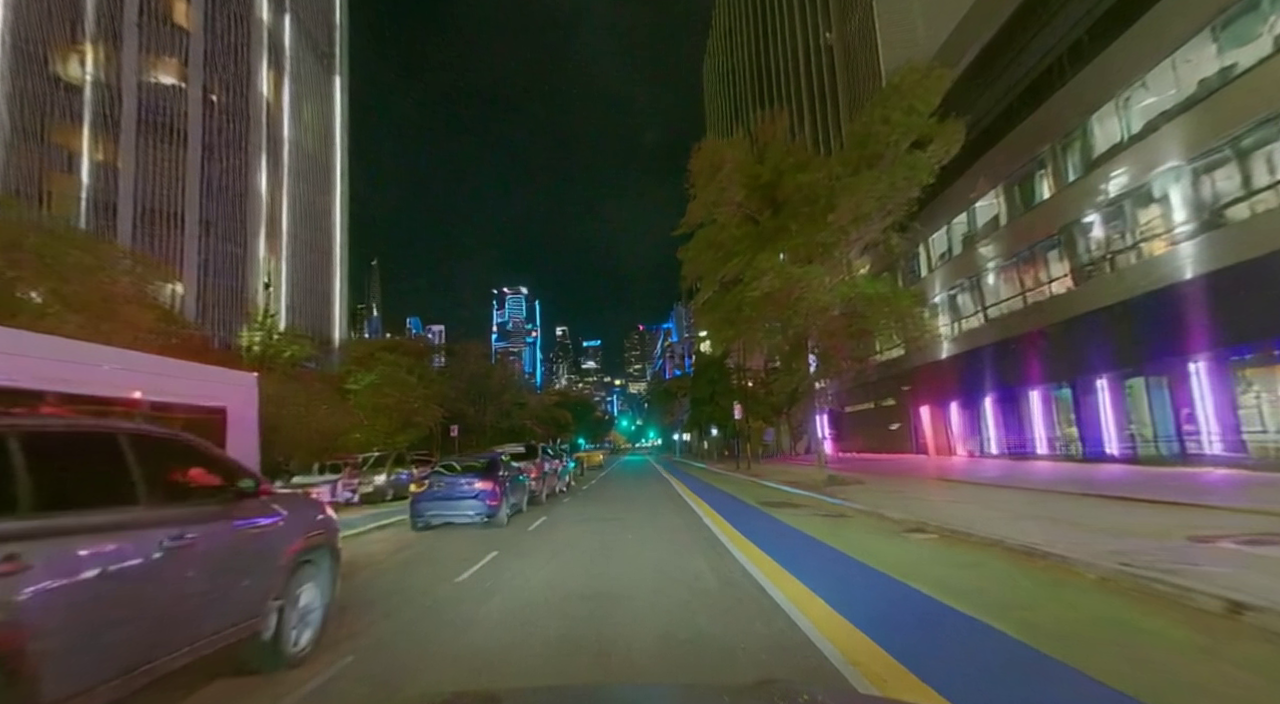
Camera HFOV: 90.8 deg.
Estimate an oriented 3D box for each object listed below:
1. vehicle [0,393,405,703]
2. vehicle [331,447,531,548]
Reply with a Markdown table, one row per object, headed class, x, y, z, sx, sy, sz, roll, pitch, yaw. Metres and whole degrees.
| class | x | y | z | sx | sy | sz | roll | pitch | yaw |
| --- | --- | --- | --- | --- | --- | --- | --- | --- | --- |
| vehicle | -3.464 | 1.170 | 3.670 | 2.266 | 1.621 | 4.783 | 0 | -8 | 1 |
| vehicle | -3.605 | 2.581 | 12.031 | 2.127 | 1.514 | 4.617 | 0 | -8 | 1 |
